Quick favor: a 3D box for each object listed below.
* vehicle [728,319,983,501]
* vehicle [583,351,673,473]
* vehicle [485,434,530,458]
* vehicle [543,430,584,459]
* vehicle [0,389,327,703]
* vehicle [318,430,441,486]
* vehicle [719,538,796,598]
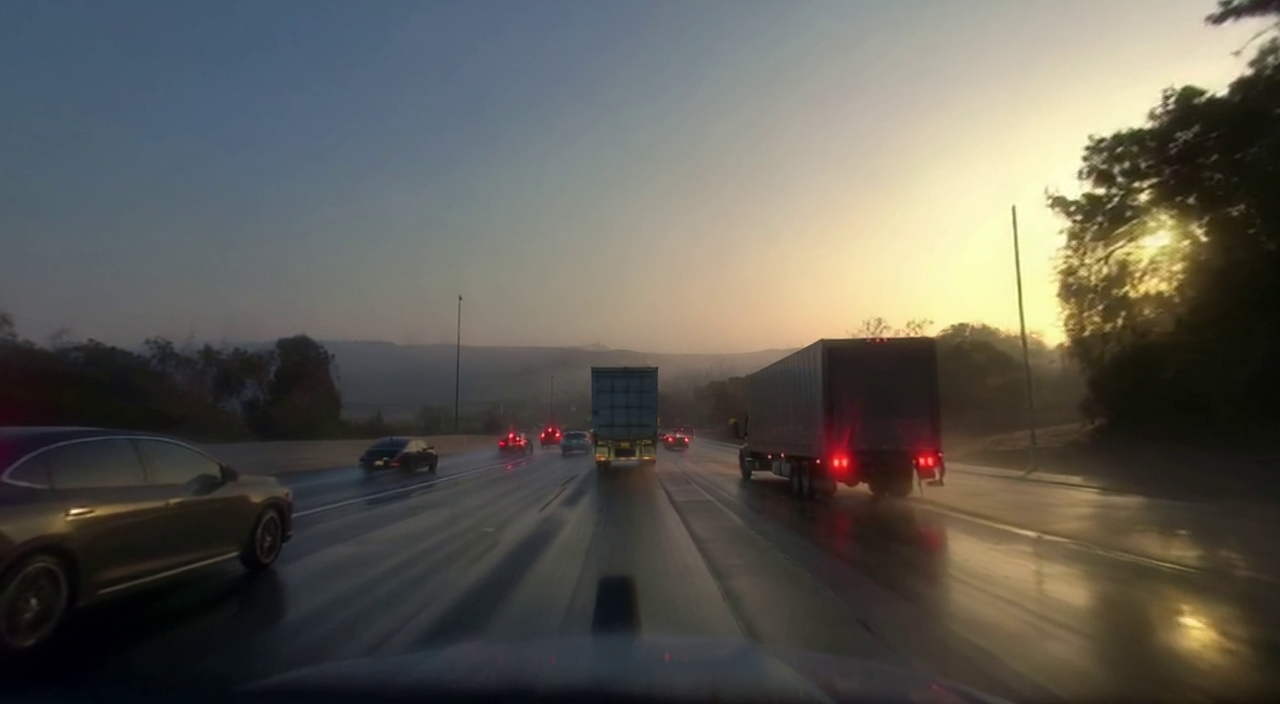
[{"bbox_3d":[5.648,2.160,20.683,2.863,3.936,14.058,0,-8,-3],"label":"vehicle"},{"bbox_3d":[-0.540,2.632,25.766,2.938,4.033,9.980,0,-8,-2],"label":"vehicle"},{"bbox_3d":[-8.636,6.117,41.250,2.019,1.471,4.347,0,-8,0],"label":"vehicle"},{"bbox_3d":[-4.559,5.569,38.116,1.986,1.612,4.155,0,-8,0],"label":"vehicle"},{"bbox_3d":[-3.865,1.067,3.923,1.882,1.493,3.828,0,-8,-1],"label":"vehicle"},{"bbox_3d":[-7.806,3.184,19.350,1.909,1.479,4.425,0,-8,0],"label":"vehicle"},{"bbox_3d":[5.177,9.592,28.113,2.835,2.000,2.696,0,-7,-2],"label":"vehicle"}]
